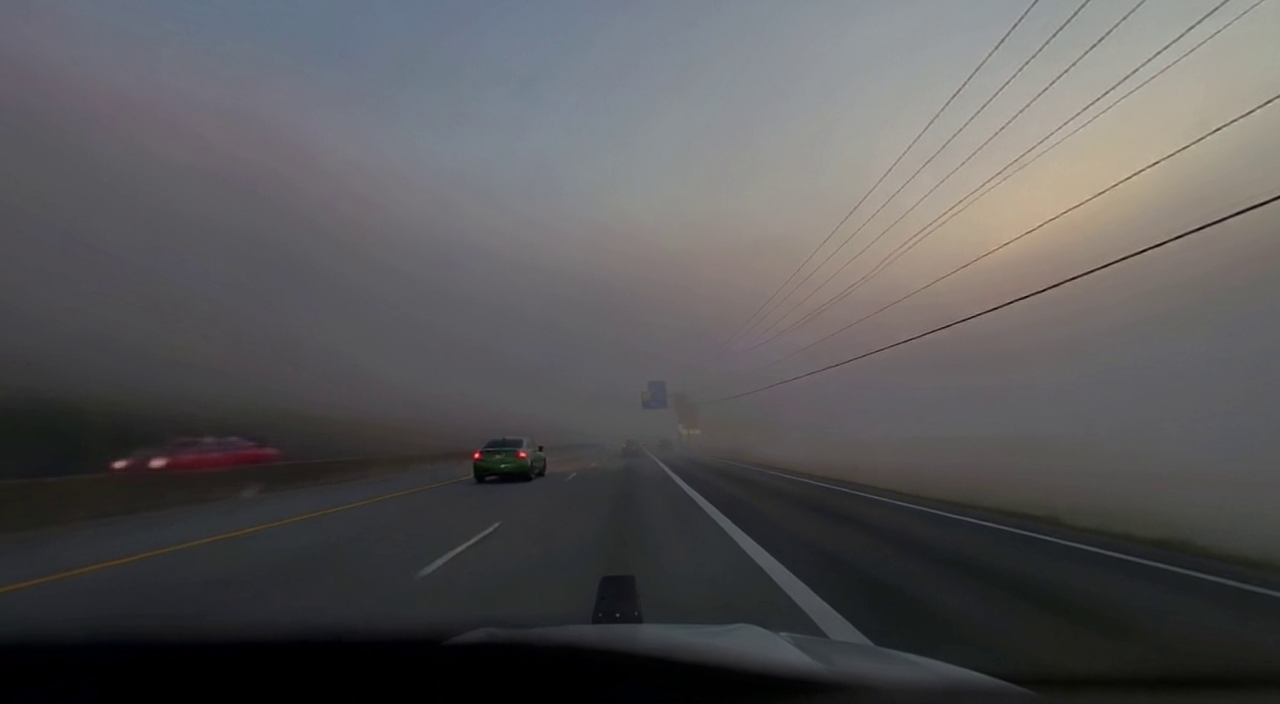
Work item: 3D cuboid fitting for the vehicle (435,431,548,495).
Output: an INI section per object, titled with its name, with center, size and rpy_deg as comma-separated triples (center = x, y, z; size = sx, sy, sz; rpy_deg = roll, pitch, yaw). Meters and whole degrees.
[vehicle]
center = -3.978, 3.061, 17.836
size = 2.016, 1.543, 4.870
rpy_deg = 0, -8, 0
